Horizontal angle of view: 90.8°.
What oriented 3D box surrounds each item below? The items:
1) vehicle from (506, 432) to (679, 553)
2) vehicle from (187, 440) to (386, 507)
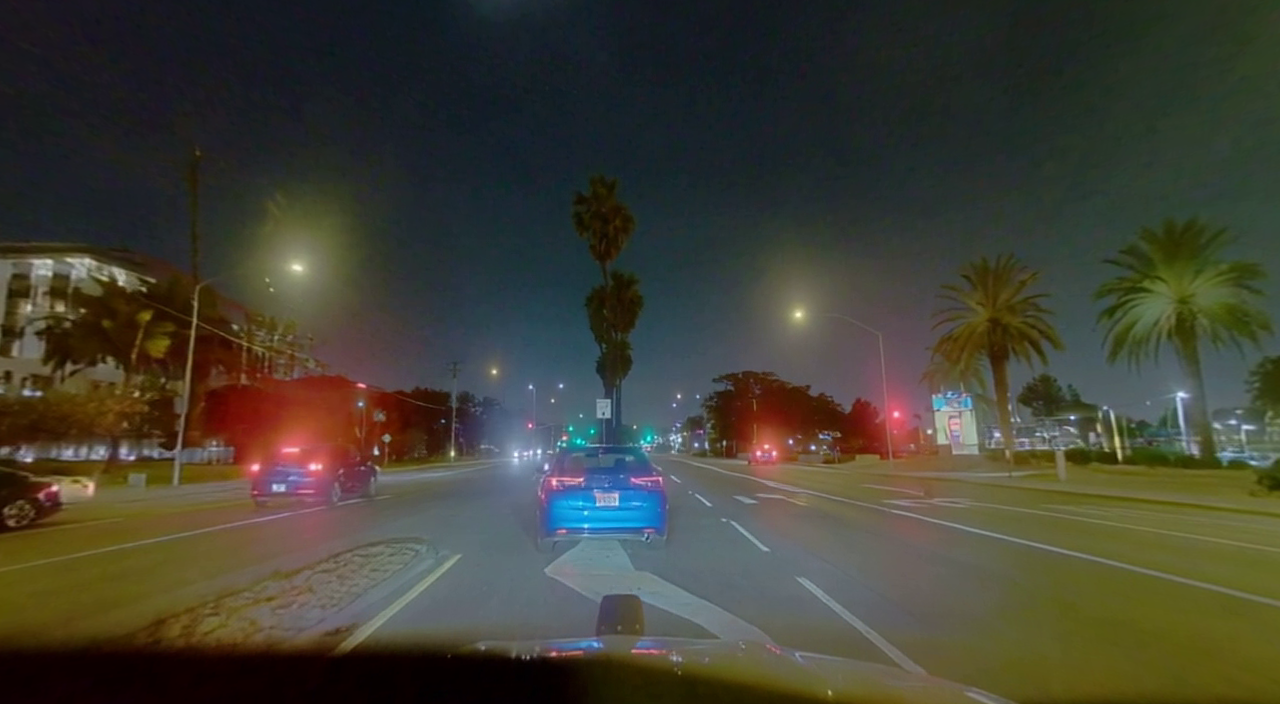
[{"bbox_3d":[-1.015,2.090,10.217,1.986,1.473,4.382,2,-9,-15],"label":"vehicle"},{"bbox_3d":[-9.327,3.154,16.767,4.457,1.552,2.095,-3,-9,19],"label":"vehicle"}]
